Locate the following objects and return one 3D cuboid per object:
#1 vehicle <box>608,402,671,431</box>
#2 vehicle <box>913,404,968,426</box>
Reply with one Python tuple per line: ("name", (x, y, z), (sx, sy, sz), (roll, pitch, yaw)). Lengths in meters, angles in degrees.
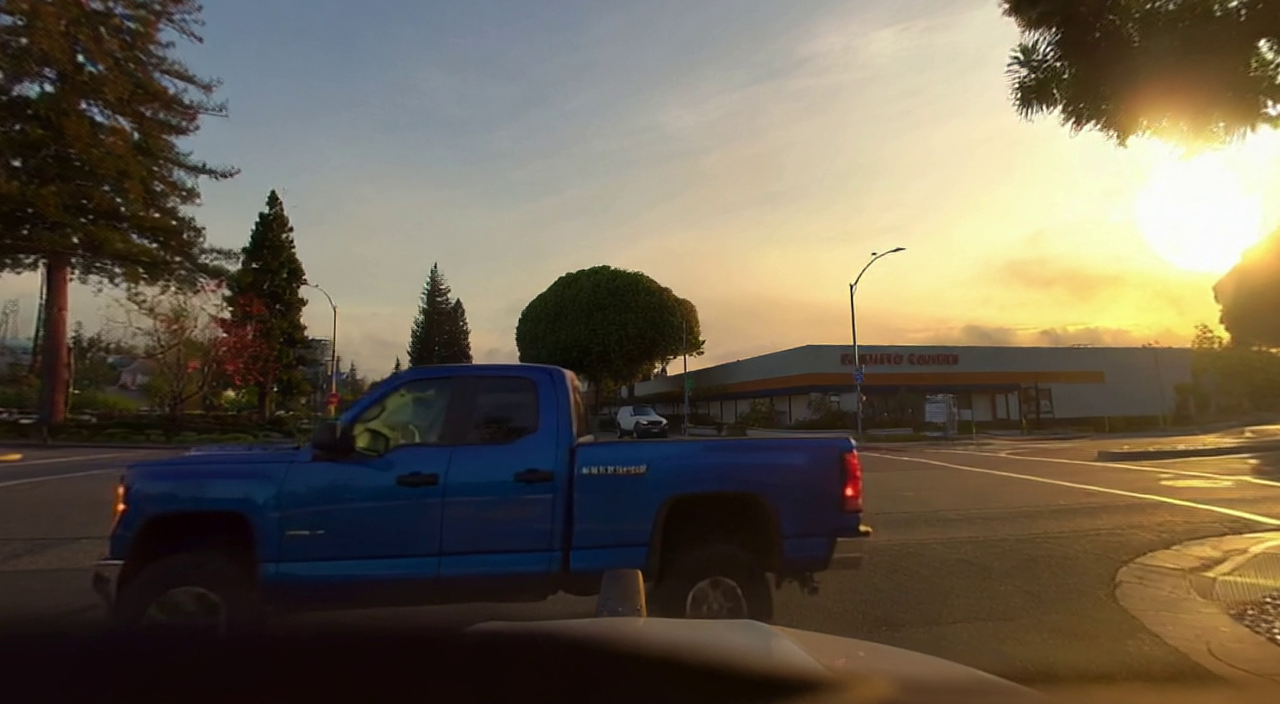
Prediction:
("vehicle", (-0.124, 4.890, 46.838), (2.435, 1.858, 5.585), (4, -9, -26))
("vehicle", (23.854, 5.025, 49.752), (4.674, 1.483, 1.745), (6, -10, -35))
